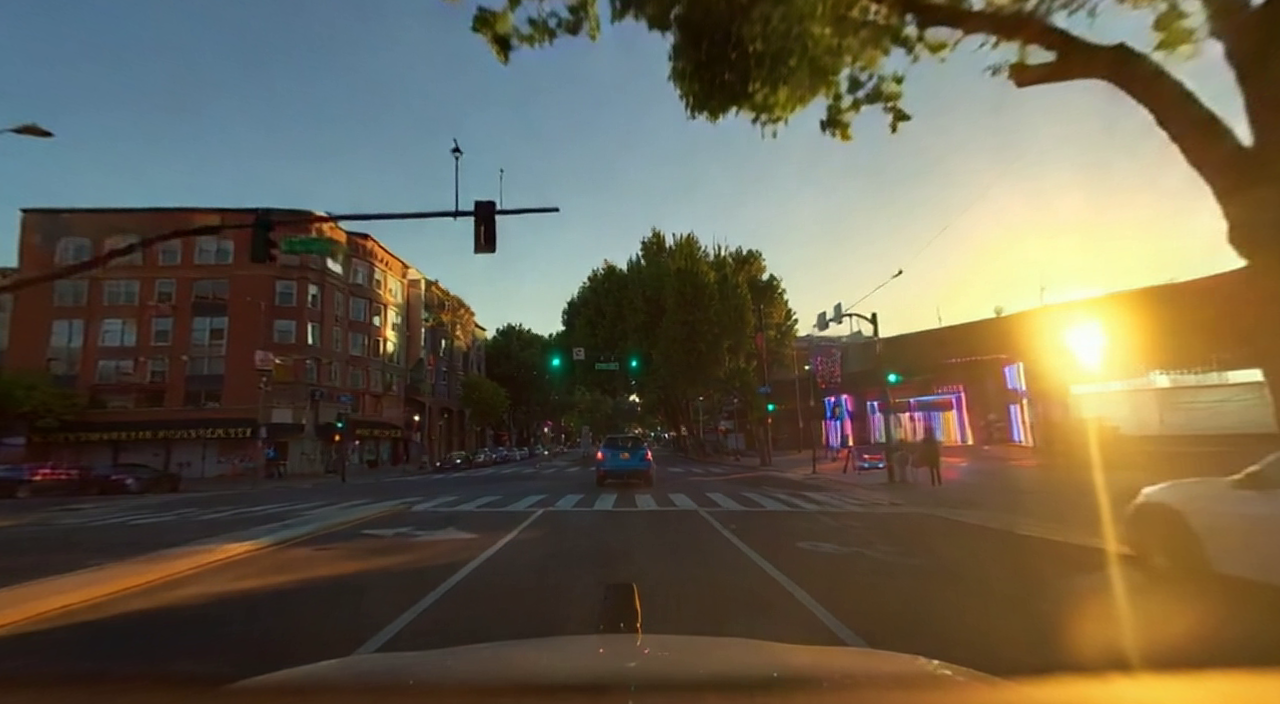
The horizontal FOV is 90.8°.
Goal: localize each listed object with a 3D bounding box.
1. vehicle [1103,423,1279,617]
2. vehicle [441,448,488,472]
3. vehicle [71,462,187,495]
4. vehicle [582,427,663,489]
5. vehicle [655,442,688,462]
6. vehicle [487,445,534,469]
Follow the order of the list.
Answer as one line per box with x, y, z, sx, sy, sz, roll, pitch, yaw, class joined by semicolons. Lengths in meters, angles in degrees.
6.052;1.272;4.653;1.986;1.515;4.265;0;-8;-1;vehicle
-11.932;7.355;43.147;1.972;1.475;4.381;0;-8;0;vehicle
-26.139;6.467;32.398;4.317;1.524;1.809;0;-8;-1;vehicle
-0.549;3.465;20.902;2.382;1.796;4.610;0;-8;-1;vehicle
2.343;7.687;48.695;2.209;1.478;4.138;0;-8;-2;vehicle
-8.470;6.904;41.732;2.152;1.468;4.737;0;-8;0;vehicle
